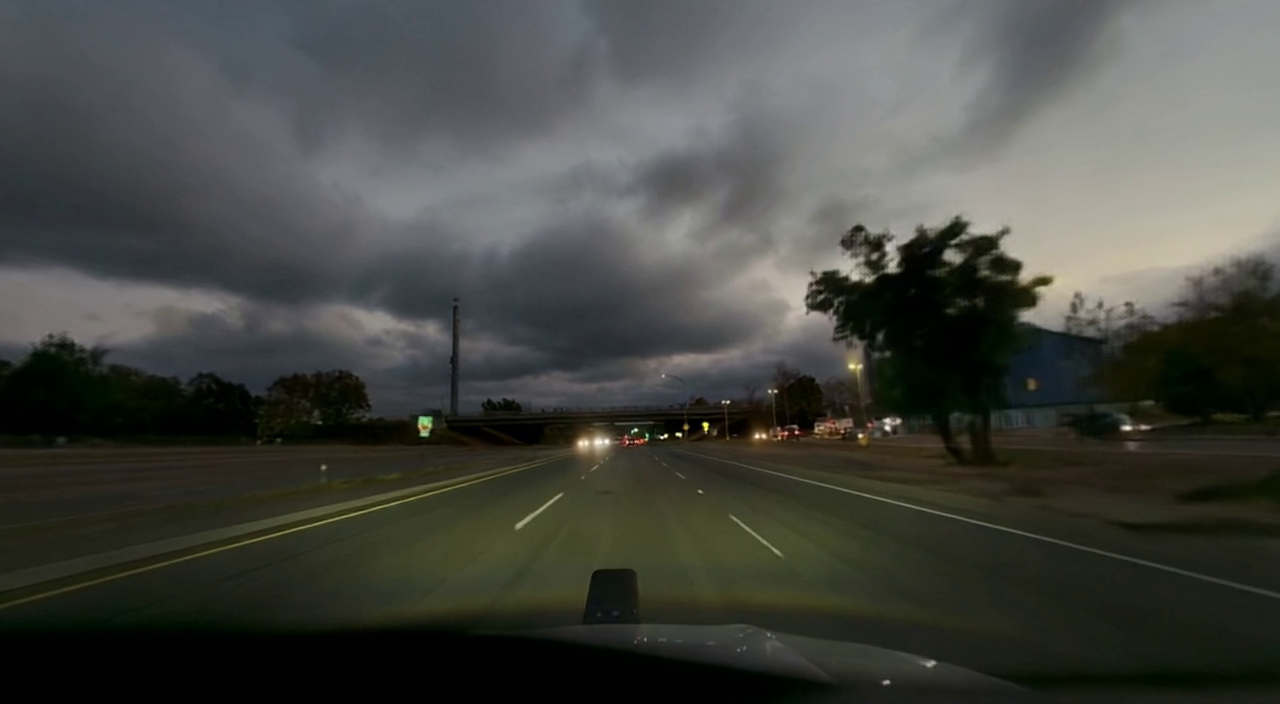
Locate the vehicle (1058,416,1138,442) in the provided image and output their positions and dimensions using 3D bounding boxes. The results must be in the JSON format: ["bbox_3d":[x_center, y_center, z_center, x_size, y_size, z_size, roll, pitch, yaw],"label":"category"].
[{"bbox_3d":[29.695,5.056,41.027,1.970,1.474,4.550,-5,-8,4],"label":"vehicle"}]
